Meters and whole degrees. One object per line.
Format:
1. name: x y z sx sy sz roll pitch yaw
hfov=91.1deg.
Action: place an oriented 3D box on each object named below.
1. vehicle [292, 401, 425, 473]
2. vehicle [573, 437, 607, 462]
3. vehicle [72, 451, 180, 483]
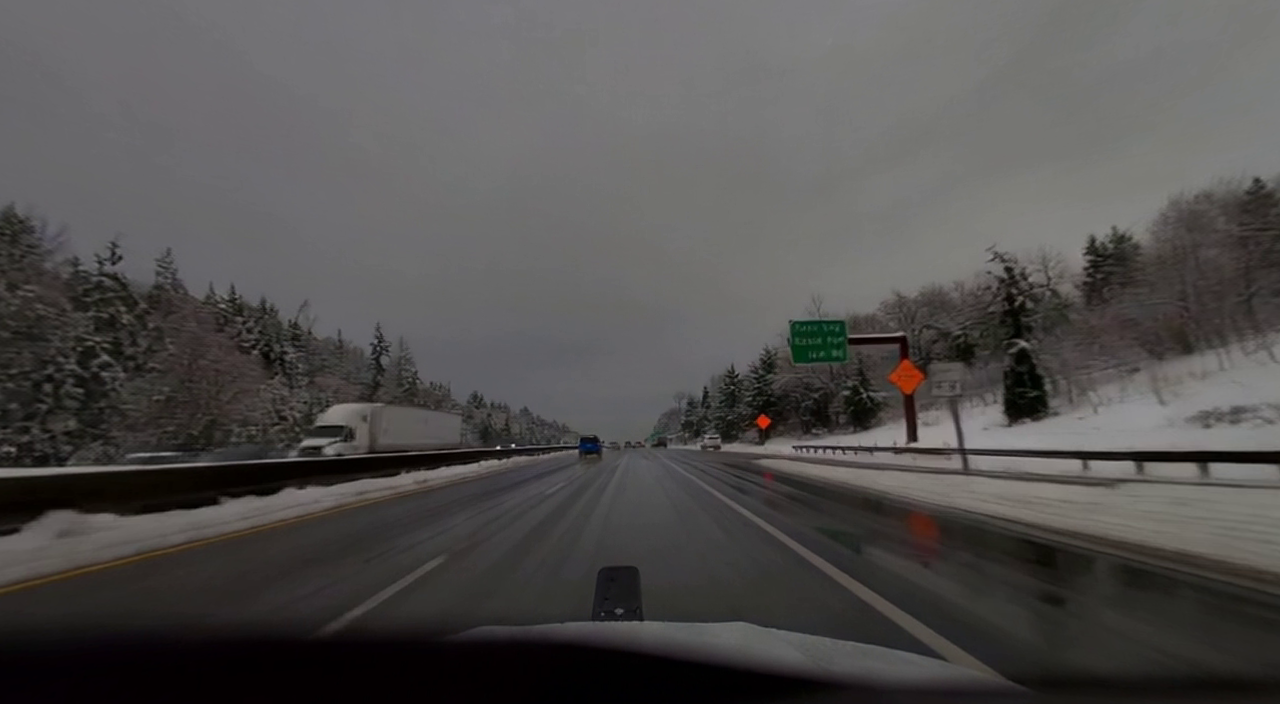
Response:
1. vehicle: -16.623 5.241 38.426 2.934 3.737 10.958 0 -8 1
2. vehicle: -3.495 6.826 44.302 2.125 1.662 4.336 0 -8 -1
3. vehicle: -27.192 6.054 33.440 1.864 1.494 4.580 0 -8 0
